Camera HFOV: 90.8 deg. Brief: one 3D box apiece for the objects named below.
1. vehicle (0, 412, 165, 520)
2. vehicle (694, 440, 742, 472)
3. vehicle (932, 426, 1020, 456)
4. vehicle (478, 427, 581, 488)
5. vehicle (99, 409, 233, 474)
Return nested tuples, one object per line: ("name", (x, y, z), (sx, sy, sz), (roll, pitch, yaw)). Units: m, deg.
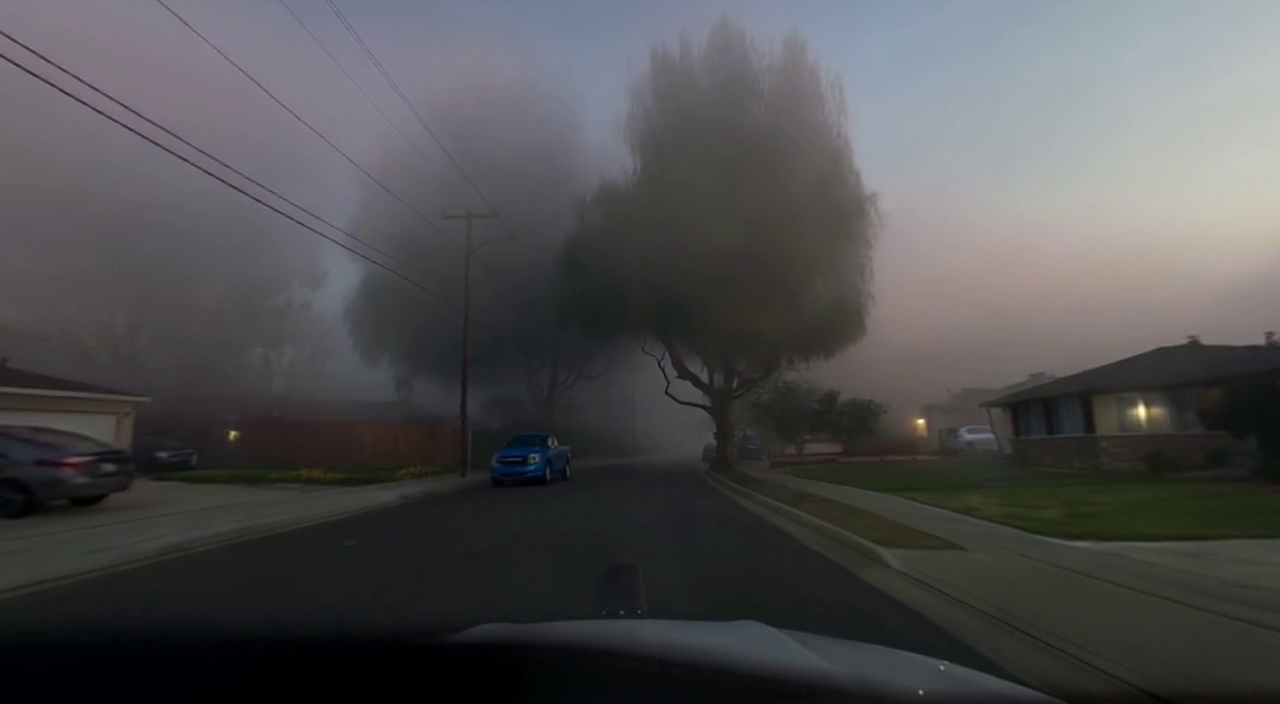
("vehicle", (-13.318, 2.280, 12.800), (5.497, 1.983, 2.191), (0, -9, -1))
("vehicle", (4.335, 5.857, 35.855), (2.051, 1.676, 4.497), (0, -9, -1))
("vehicle", (18.333, 4.850, 34.658), (3.903, 1.592, 1.921), (-2, -7, 15))
("vehicle", (-4.013, 4.063, 24.559), (2.274, 2.008, 6.986), (-1, -9, 4))
("vehicle", (-20.959, 3.950, 28.106), (4.119, 2.697, 2.226), (-1, -7, 2))
